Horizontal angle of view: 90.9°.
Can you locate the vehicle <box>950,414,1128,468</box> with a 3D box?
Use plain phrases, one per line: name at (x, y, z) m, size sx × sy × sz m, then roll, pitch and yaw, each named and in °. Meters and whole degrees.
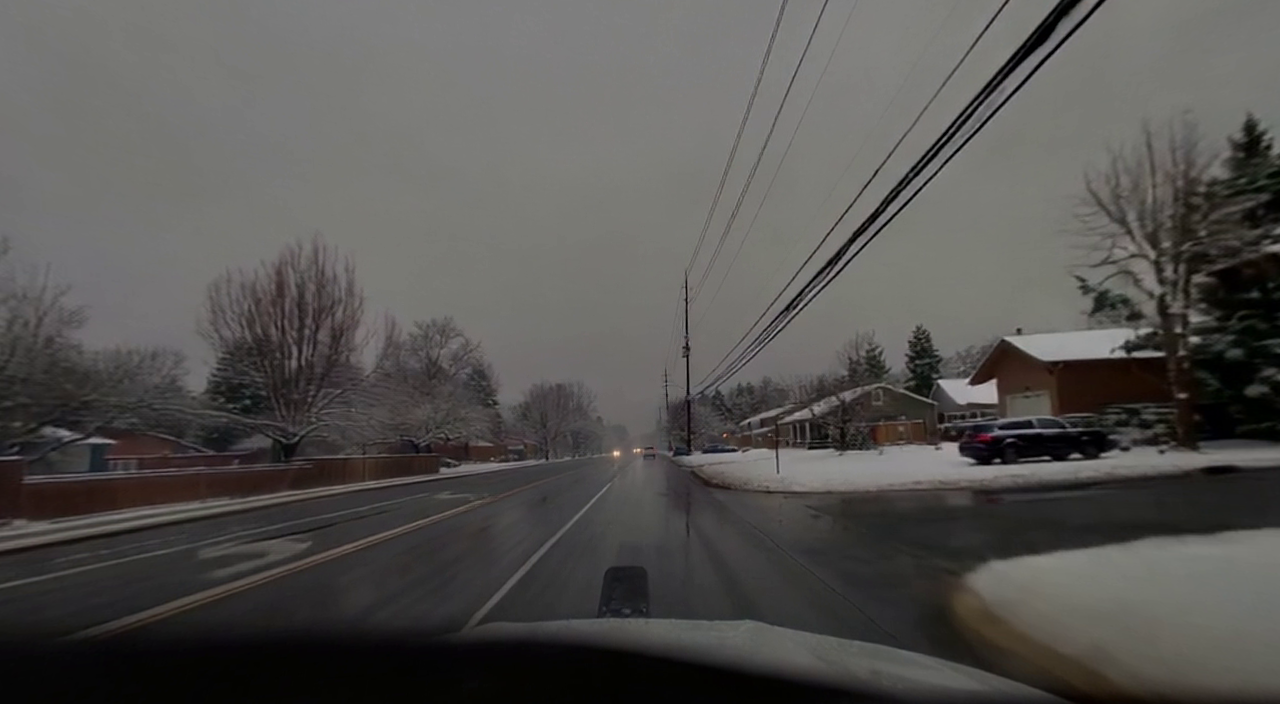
vehicle at (11.579, 2.636, 18.524) m, size 3.992 × 1.486 × 1.727 m, roll 0°, pitch -9°, yaw 1°
